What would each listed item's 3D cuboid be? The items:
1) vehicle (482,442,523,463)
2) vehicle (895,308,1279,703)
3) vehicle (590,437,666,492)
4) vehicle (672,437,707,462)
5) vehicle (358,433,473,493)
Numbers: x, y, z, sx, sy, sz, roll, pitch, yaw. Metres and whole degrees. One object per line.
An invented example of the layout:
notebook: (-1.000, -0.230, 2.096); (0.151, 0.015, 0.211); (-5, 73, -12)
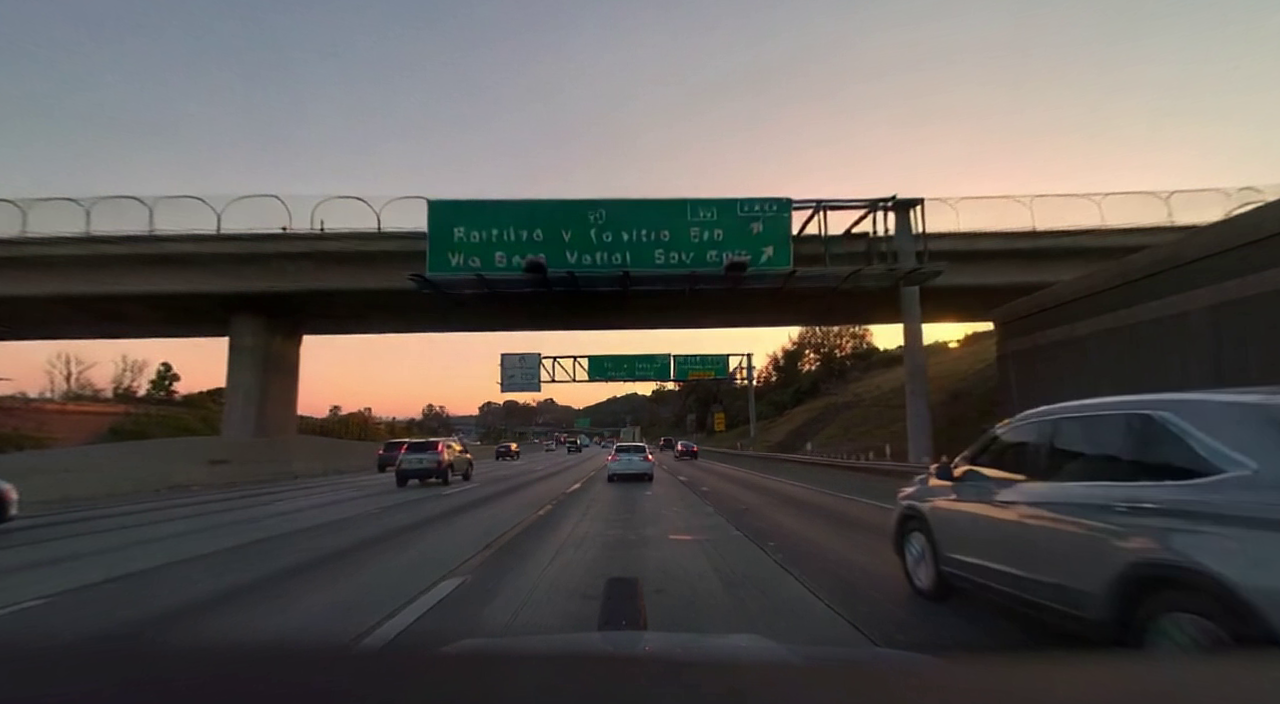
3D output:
vehicle: (-10.555, 7.776, 48.819); (2.019, 1.510, 4.992); (0, -8, 1)
vehicle: (3.425, 0.917, 3.704); (2.001, 1.771, 4.250); (0, -8, -1)
vehicle: (-0.325, 3.346, 19.067); (2.042, 1.446, 4.269); (0, -8, 0)
vehicle: (3.565, 7.077, 46.042); (2.100, 1.707, 4.342); (0, -8, -2)
vehicle: (-6.928, 3.461, 19.984); (2.060, 1.669, 4.242); (0, -8, 0)
